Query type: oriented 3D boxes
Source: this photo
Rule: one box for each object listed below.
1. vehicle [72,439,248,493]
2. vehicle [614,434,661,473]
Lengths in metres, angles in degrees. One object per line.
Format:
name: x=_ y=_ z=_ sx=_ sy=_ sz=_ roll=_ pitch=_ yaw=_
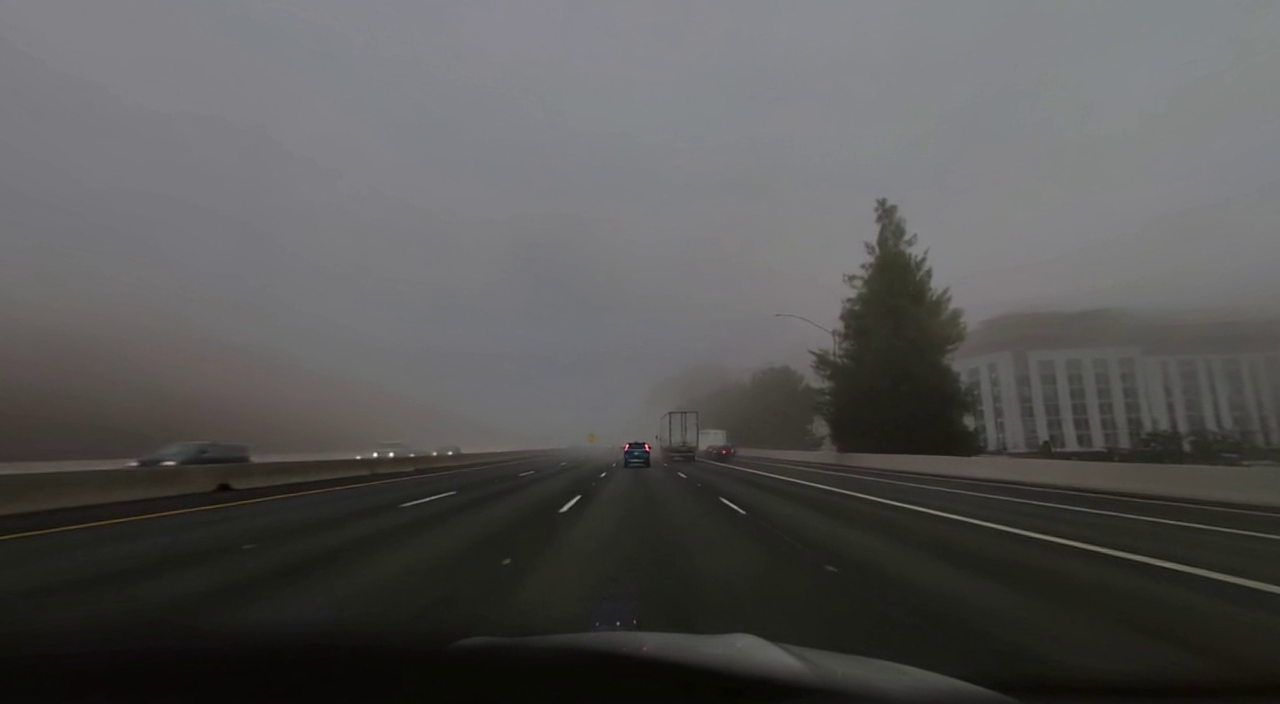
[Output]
vehicle: x=-17.907 y=4.256 z=24.091 sx=2.226 sy=1.790 sz=5.699 roll=0 pitch=-8 yaw=0
vehicle: x=-0.171 y=5.375 z=33.621 sx=2.297 sy=1.912 sz=4.355 roll=0 pitch=-8 yaw=-1
